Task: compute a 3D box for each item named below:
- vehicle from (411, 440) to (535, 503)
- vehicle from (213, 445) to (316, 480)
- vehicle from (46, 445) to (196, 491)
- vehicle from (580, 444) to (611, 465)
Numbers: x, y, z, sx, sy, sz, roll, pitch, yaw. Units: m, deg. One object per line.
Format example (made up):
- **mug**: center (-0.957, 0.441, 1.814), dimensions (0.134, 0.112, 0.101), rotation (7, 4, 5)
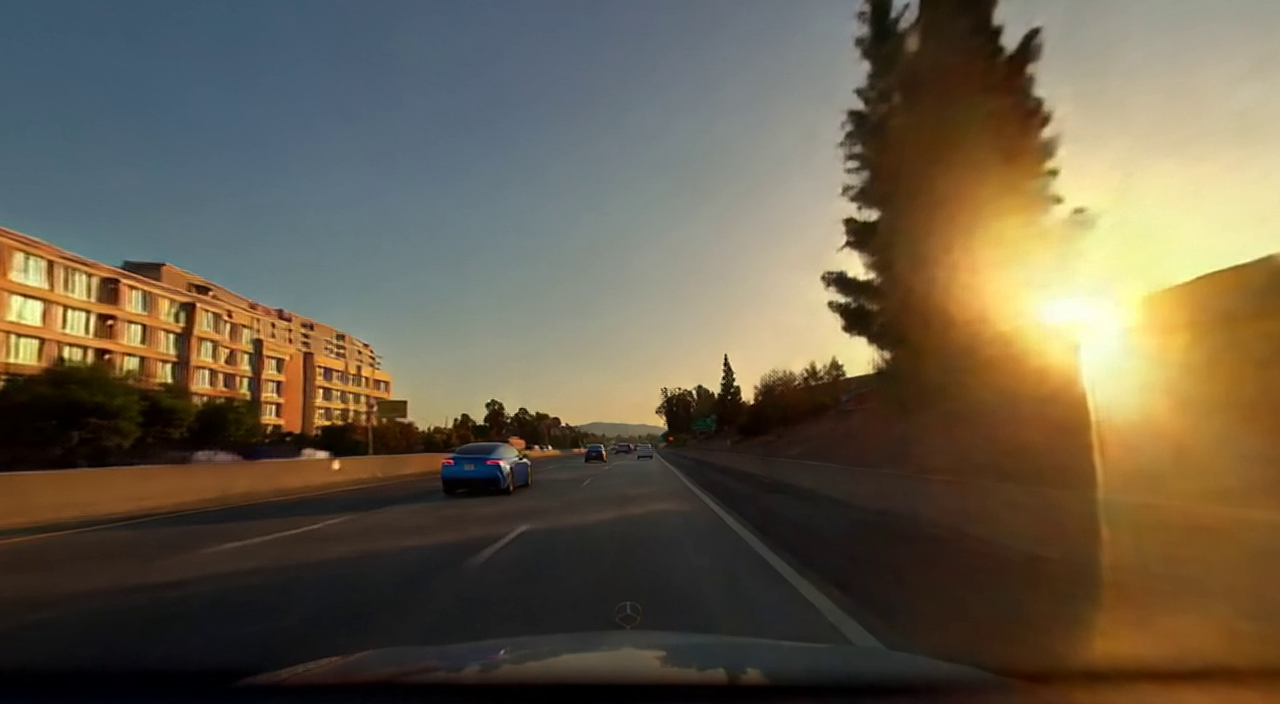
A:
- **vehicle**: center (-4.314, 3.148, 17.111), dimensions (2.083, 1.471, 4.350), rotation (0, -8, 1)
- **vehicle**: center (-17.395, 5.098, 29.523), dimensions (1.978, 1.510, 4.462), rotation (0, -8, 1)
- **vehicle**: center (-21.185, 4.732, 26.105), dimensions (2.012, 1.688, 4.869), rotation (0, -8, 0)
- **vehicle**: center (-3.288, 7.601, 46.932), dimensions (1.926, 1.464, 4.186), rotation (0, -8, 1)
